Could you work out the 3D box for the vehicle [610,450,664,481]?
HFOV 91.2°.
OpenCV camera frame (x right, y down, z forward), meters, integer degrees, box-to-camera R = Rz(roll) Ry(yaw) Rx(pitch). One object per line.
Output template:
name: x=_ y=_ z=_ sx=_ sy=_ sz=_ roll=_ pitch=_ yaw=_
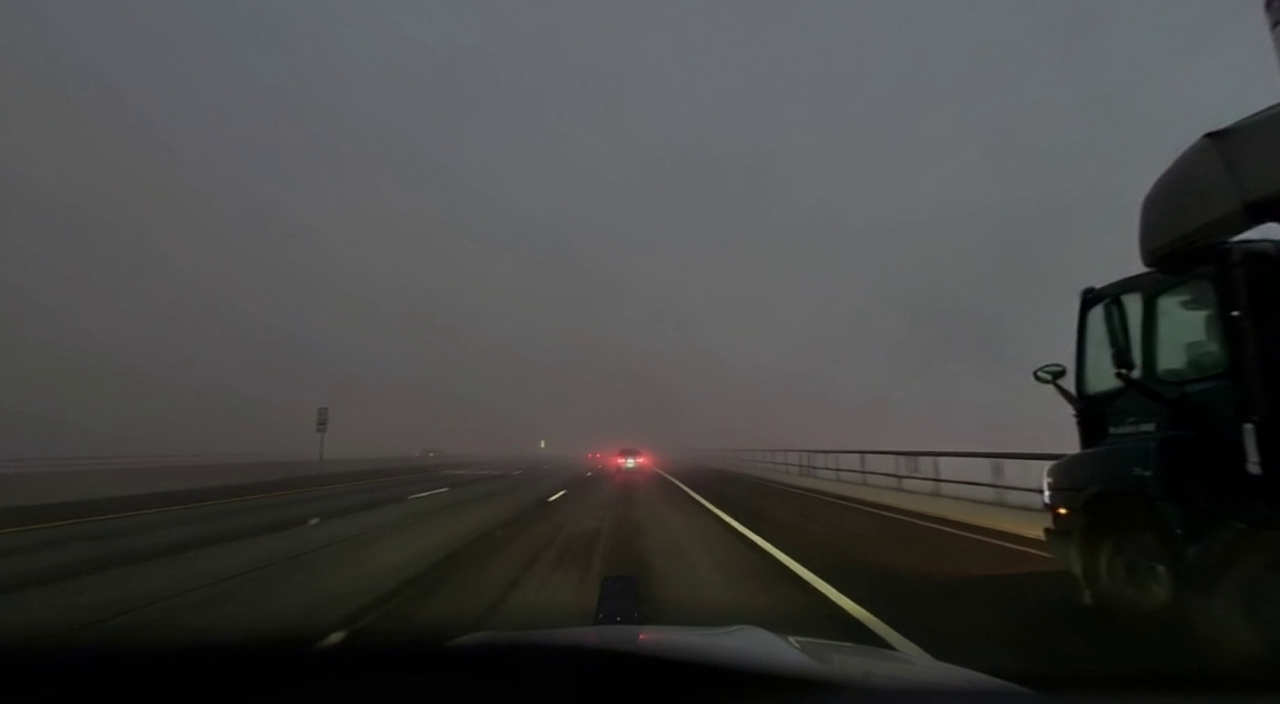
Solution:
vehicle: x=-0.265 y=5.498 z=30.738 sx=2.398 sy=1.336 sz=5.698 roll=0 pitch=-9 yaw=-2
